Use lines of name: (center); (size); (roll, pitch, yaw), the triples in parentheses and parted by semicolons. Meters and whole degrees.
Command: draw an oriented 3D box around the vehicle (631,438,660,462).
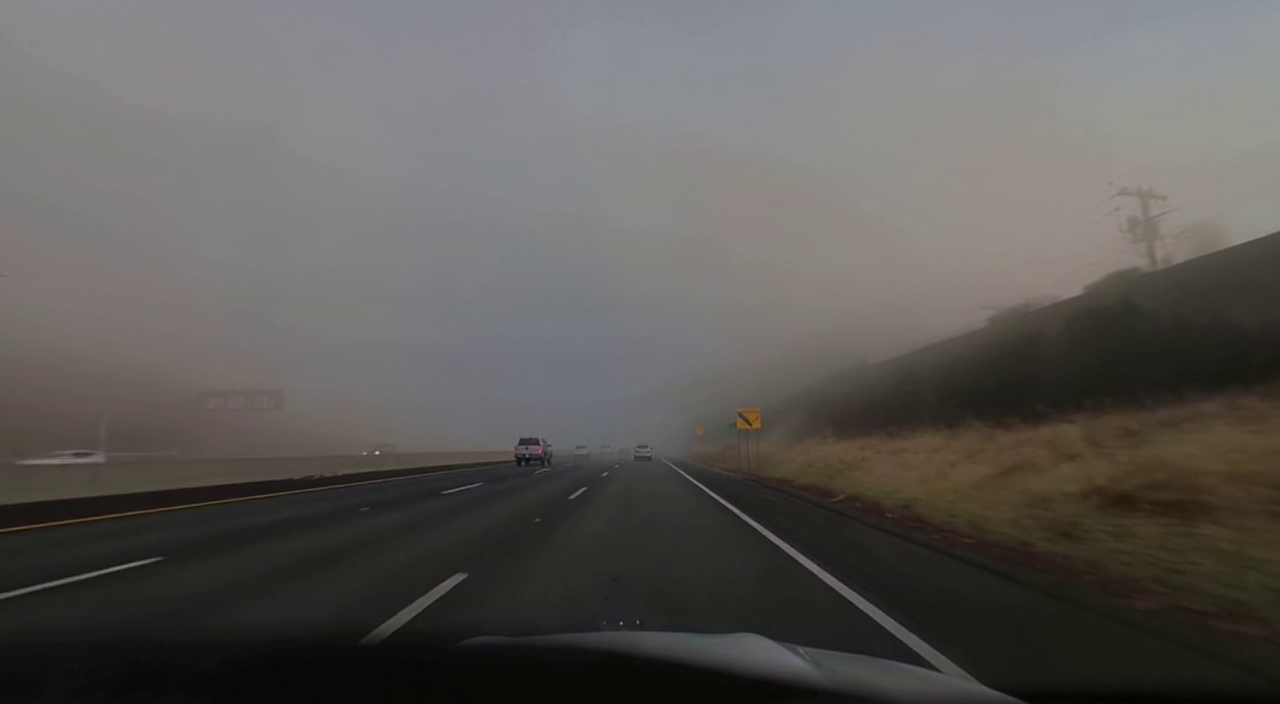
vehicle: (0.378, 7.445, 47.735); (2.141, 1.706, 4.065); (0, -8, -1)

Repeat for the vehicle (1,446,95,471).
vehicle: (-39.616, 7.107, 42.316); (1.846, 1.564, 4.400); (0, -8, 4)

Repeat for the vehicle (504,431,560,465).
vehicle: (-6.613, 5.976, 39.237); (2.438, 1.967, 5.596); (0, -8, 0)
